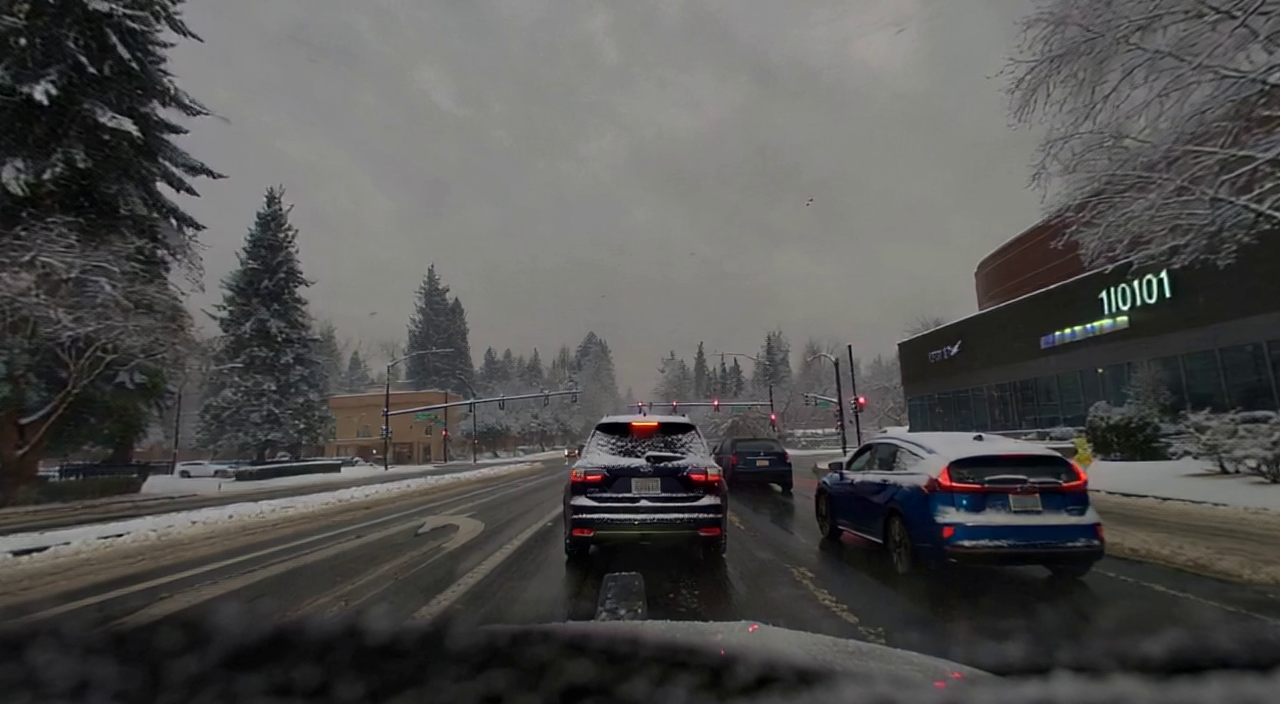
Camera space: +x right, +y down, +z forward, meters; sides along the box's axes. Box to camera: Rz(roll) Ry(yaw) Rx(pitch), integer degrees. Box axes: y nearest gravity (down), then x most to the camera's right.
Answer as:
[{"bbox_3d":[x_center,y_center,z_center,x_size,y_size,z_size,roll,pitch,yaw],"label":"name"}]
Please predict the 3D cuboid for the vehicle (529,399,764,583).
[{"bbox_3d":[0.059,1.655,8.256,2.266,1.762,4.131,0,-9,0],"label":"vehicle"}]

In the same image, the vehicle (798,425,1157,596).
[{"bbox_3d":[3.507,1.721,7.747,1.997,1.471,4.321,0,-9,0],"label":"vehicle"}]
